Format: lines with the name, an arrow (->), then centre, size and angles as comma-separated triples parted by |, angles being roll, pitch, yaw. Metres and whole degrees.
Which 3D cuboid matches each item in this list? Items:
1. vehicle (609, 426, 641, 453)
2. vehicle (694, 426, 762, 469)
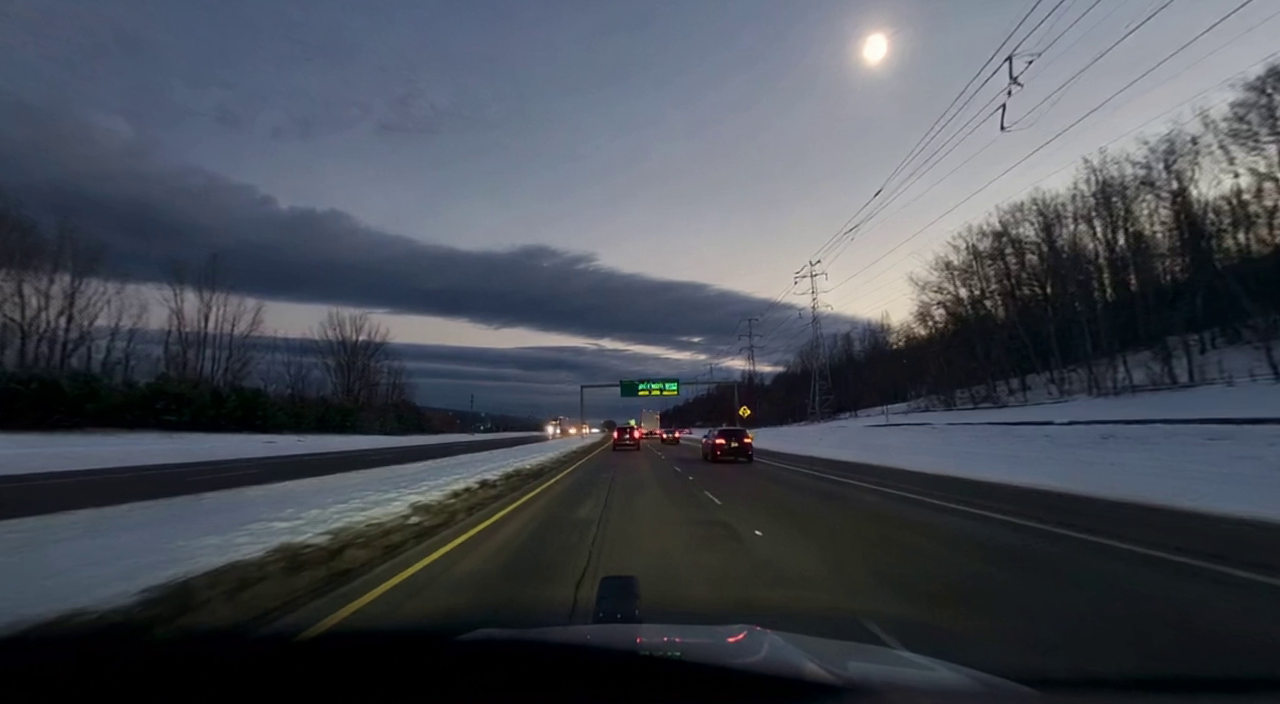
vehicle -> -0.985, 5.768, 41.518 | 2.019, 1.642, 3.790 | 0, -8, -1
vehicle -> 3.414, 3.773, 25.107 | 2.062, 1.581, 3.914 | 0, -8, -1
